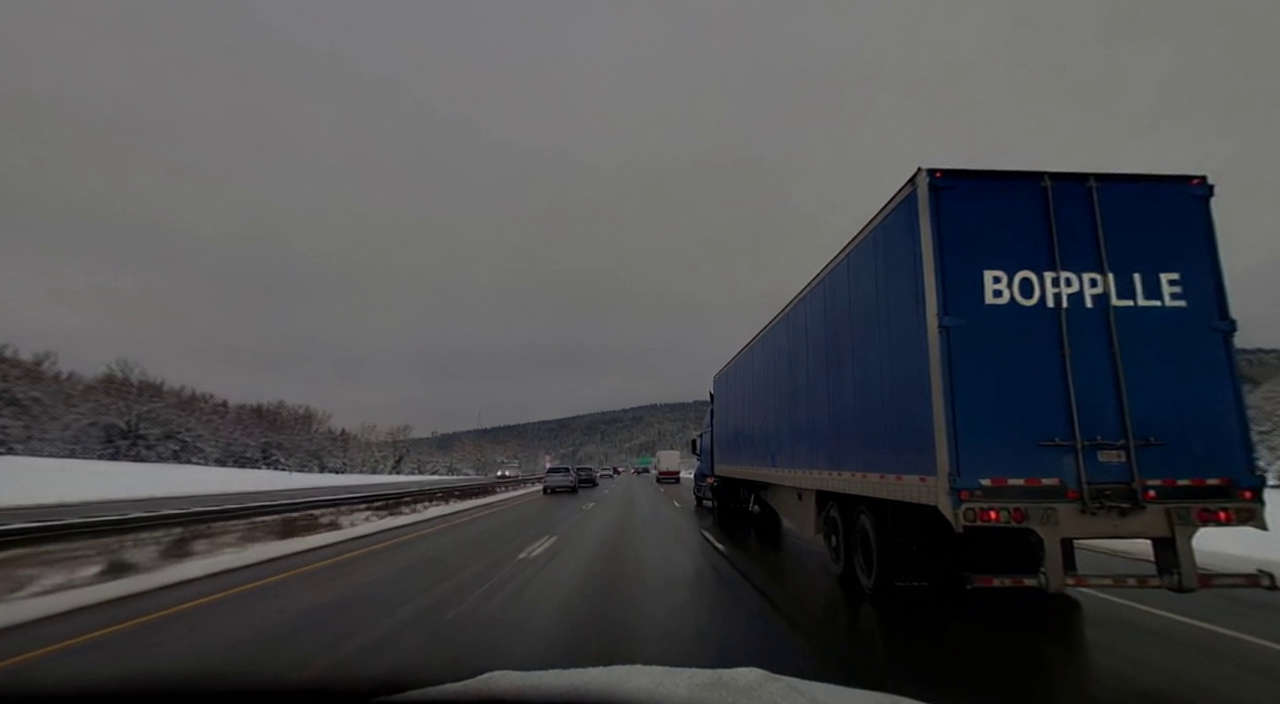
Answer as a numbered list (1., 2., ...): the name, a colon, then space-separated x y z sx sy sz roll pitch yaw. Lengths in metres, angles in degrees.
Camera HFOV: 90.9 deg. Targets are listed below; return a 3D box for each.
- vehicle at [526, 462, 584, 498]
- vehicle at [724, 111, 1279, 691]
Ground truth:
1. vehicle: -4.041 6.243 30.823 2.088 1.566 4.853 0 -11 1
2. vehicle: 3.880 1.469 11.322 2.839 4.062 14.051 1 -11 0
